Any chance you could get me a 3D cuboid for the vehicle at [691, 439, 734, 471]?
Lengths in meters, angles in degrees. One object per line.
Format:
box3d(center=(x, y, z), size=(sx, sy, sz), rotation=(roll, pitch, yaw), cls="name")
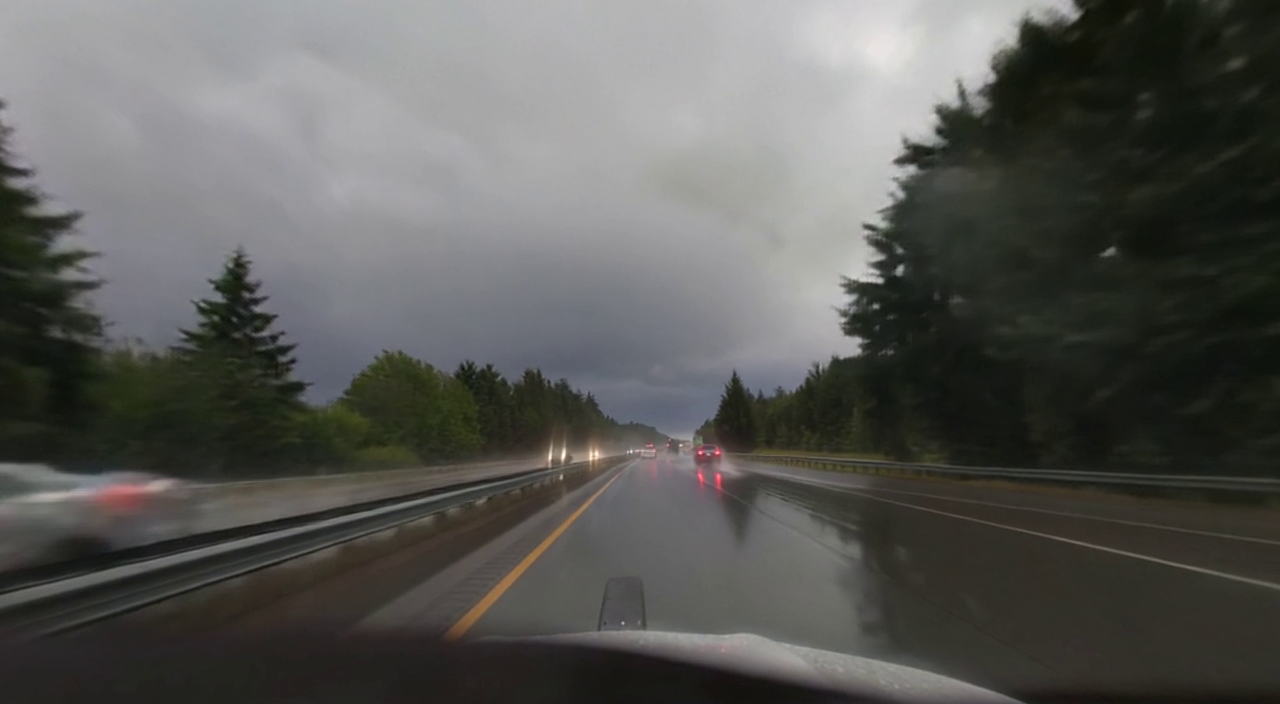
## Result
box3d(center=(4.695, 6.768, 41.505), size=(2.189, 2.007, 4.872), rotation=(0, -9, -1), cls="vehicle")
